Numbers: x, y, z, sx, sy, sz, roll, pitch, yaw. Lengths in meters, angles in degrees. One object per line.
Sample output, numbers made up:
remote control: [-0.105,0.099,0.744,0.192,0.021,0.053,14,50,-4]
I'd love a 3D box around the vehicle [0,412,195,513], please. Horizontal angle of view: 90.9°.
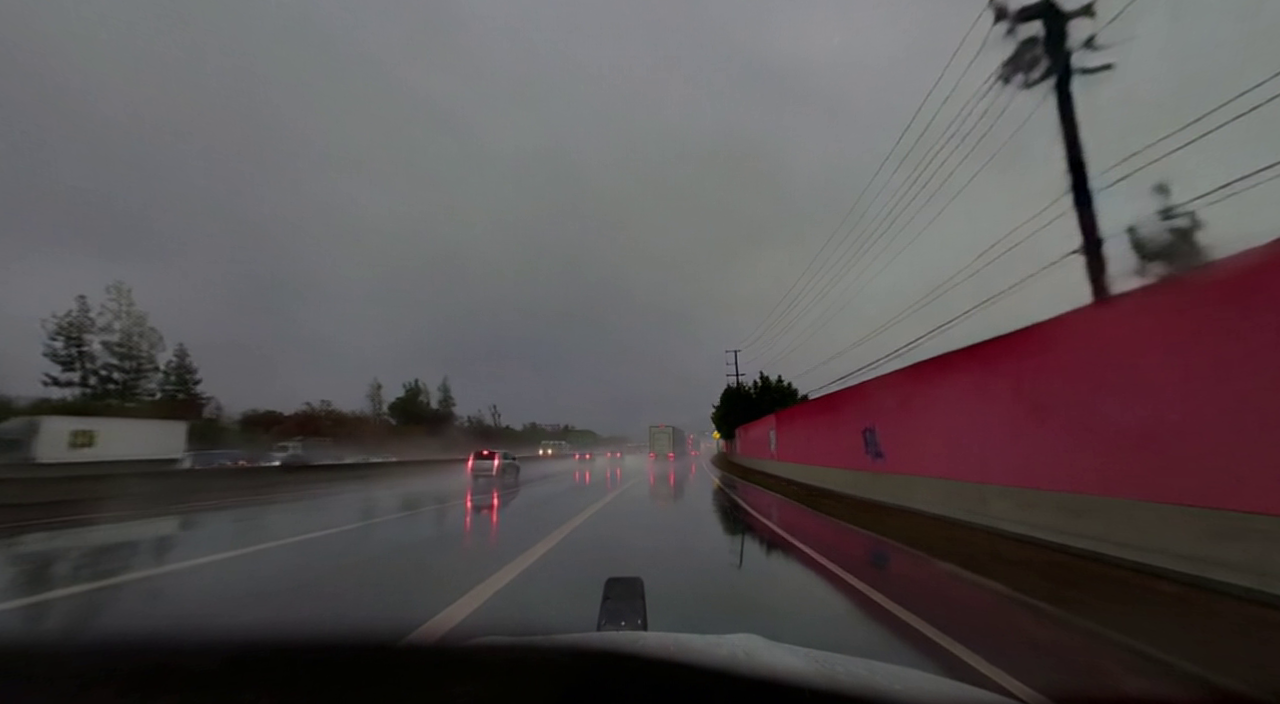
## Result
vehicle: [-22.323,4.212,24.456,2.878,3.290,9.214,-1,-9,3]

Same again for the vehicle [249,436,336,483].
vehicle: [-24.808,7.656,45.290,2.499,3.087,5.698,-1,-9,6]

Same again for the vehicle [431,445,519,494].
vehicle: [-5.796,4.163,22.679,1.966,1.565,3.766,-1,-9,3]

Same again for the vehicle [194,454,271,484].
vehicle: [-29.648,8.482,46.094,2.067,1.971,4.827,-1,-9,6]

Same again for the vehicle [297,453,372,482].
vehicle: [-20.989,7.934,43.573,2.076,1.824,5.373,-1,-9,5]

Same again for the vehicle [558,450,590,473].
vehicle: [-4.559,7.558,43.644,1.708,1.489,2.840,-1,-9,4]
